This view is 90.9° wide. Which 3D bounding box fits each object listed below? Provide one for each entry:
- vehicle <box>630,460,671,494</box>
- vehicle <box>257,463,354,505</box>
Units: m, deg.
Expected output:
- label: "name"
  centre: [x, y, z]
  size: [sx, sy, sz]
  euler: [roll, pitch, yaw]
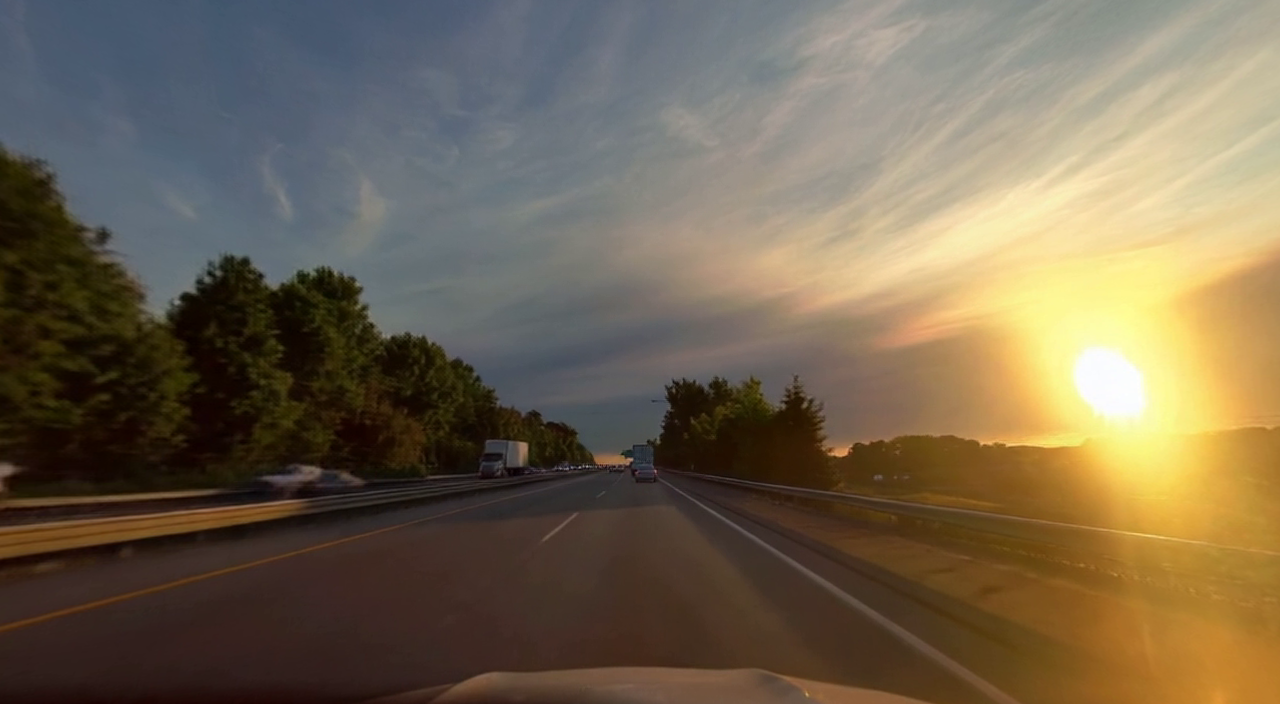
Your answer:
- label: "vehicle"
  centre: [0.518, 6.680, 33.848]
  size: [2.048, 1.663, 4.377]
  euler: [1, -10, 0]
- label: "vehicle"
  centre: [-12.143, 4.801, 23.095]
  size: [1.679, 1.388, 3.355]
  euler: [1, -10, 0]
